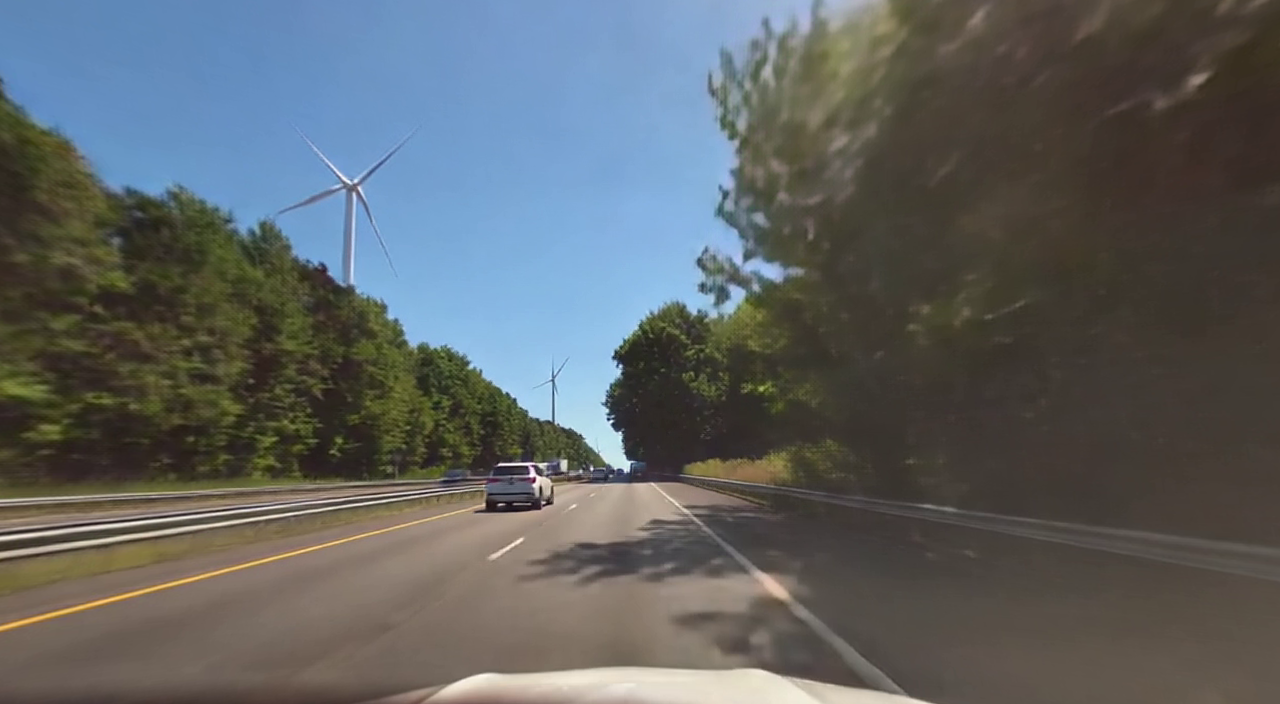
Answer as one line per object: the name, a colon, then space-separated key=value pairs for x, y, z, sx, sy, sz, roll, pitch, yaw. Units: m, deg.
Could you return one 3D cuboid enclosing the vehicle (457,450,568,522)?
vehicle: x=-3.404 y=3.711 z=17.775 sx=2.124 sy=1.705 sz=4.440 roll=1 pitch=-11 yaw=1
